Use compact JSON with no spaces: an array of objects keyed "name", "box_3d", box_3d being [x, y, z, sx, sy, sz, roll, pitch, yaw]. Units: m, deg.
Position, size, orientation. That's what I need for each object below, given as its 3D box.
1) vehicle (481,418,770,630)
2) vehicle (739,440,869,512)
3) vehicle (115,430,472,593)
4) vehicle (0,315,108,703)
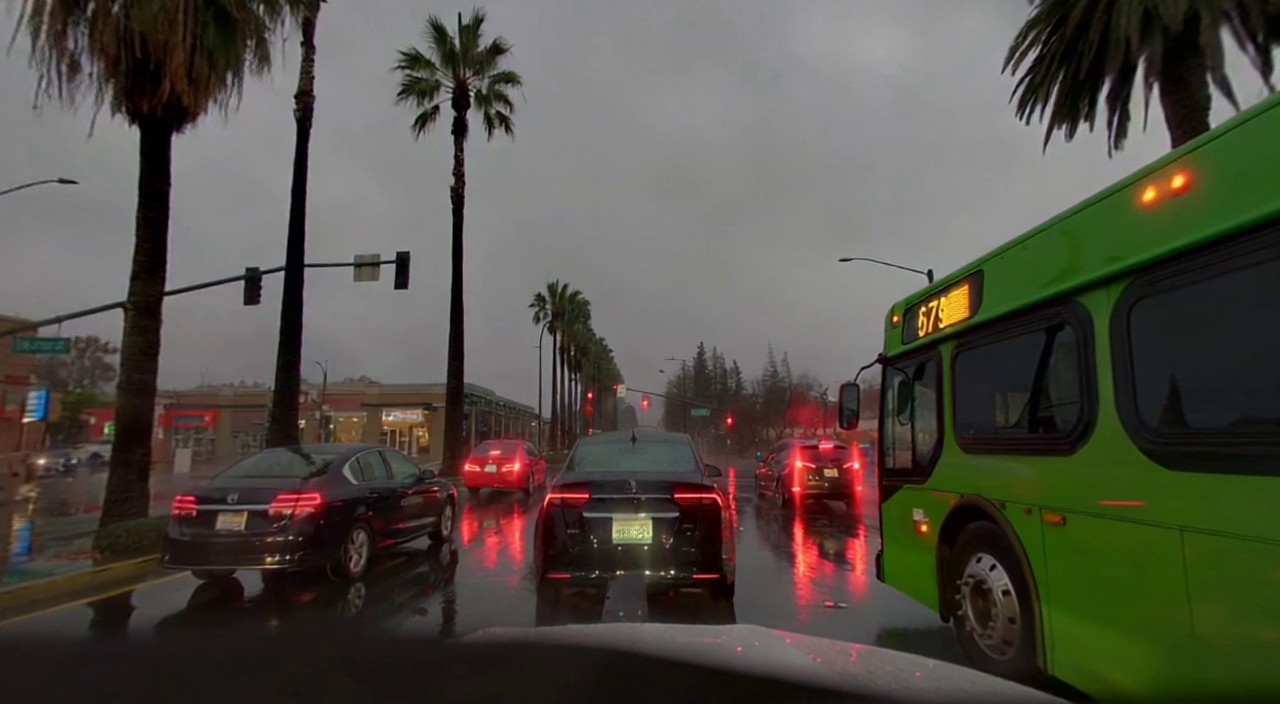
[{"name":"vehicle","box_3d":[-0.113,1.525,6.516,2.060,1.499,3.831,0,-9,0]},{"name":"vehicle","box_3d":[3.720,2.881,15.216,1.989,1.467,4.364,0,-9,1]},{"name":"vehicle","box_3d":[-3.627,1.724,7.716,1.919,1.415,4.178,0,-9,1]},{"name":"vehicle","box_3d":[-3.567,0.469,0.314,2.145,1.824,4.974,0,-9,2]}]
